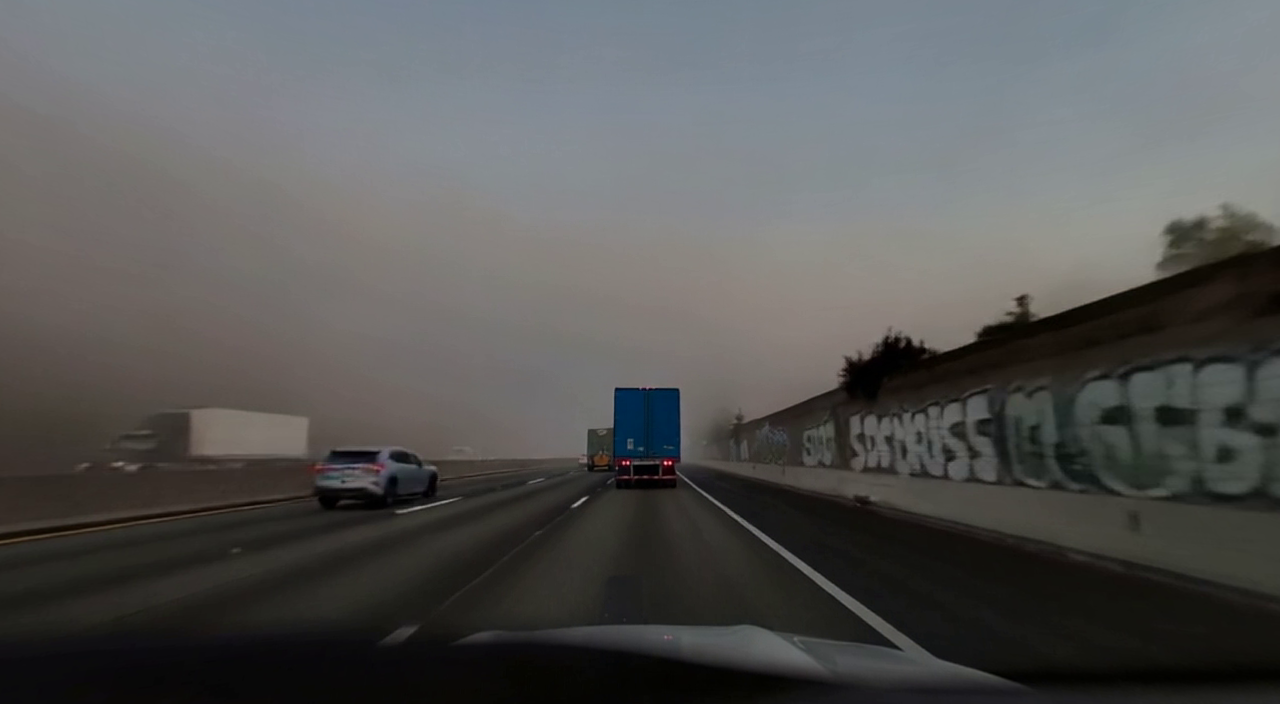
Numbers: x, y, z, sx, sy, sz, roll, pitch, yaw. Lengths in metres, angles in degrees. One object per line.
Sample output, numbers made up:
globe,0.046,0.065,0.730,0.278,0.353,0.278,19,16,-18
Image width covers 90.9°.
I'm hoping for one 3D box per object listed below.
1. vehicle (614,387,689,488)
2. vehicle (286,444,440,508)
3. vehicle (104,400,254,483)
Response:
vehicle,0.489,4.292,30.911,2.997,4.069,10.871,0,-9,0
vehicle,-7.447,3.373,17.630,1.998,1.529,4.850,0,-9,1
vehicle,-23.849,4.738,33.117,2.940,3.893,6.068,0,-9,2
